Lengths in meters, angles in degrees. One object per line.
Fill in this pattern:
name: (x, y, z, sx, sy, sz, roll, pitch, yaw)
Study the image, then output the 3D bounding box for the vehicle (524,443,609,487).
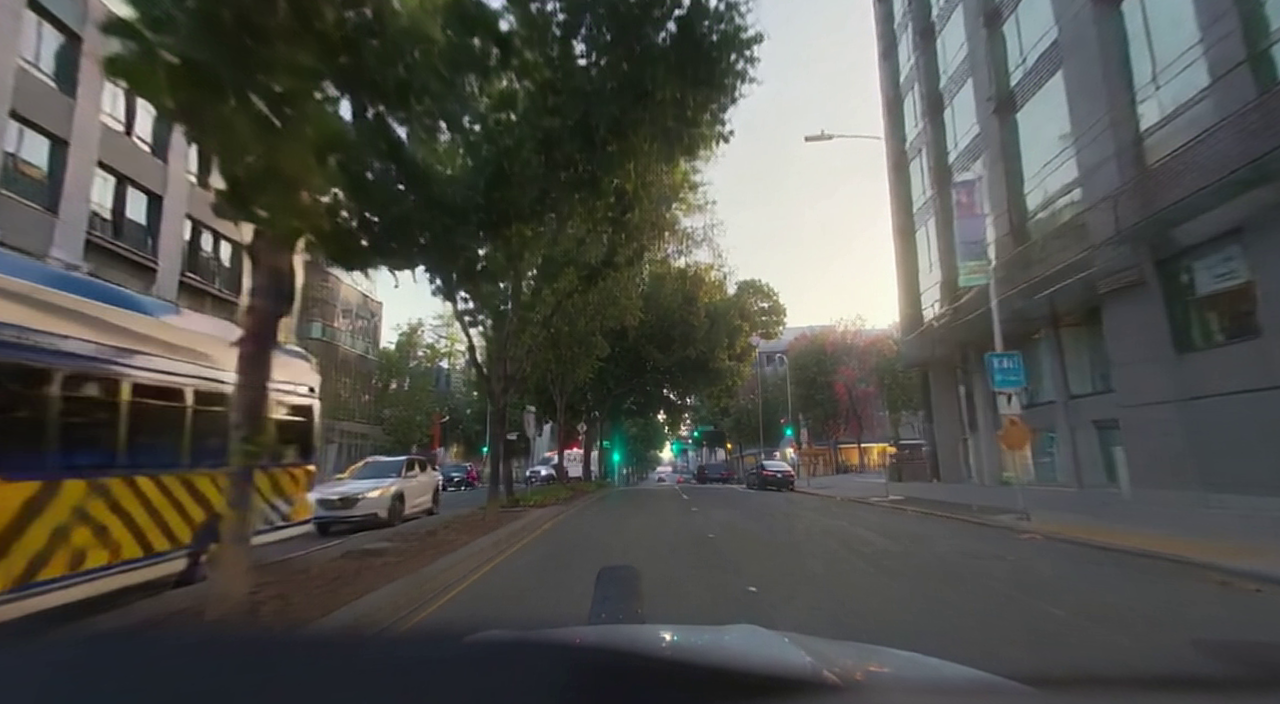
vehicle: (-5.269, 8.257, 46.781, 2.591, 2.910, 6.652, -5, -9, 33)

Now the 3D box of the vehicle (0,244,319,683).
vehicle: (-5.117, 0.823, 4.819, 2.268, 2.708, 5.699, -1, -8, 0)

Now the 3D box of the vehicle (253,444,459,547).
vehicle: (-4.997, 2.526, 11.847, 1.914, 1.530, 3.980, -1, -8, 2)

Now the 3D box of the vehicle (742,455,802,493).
vehicle: (6.251, 5.806, 30.427, 1.888, 1.536, 4.381, 0, -8, -1)
